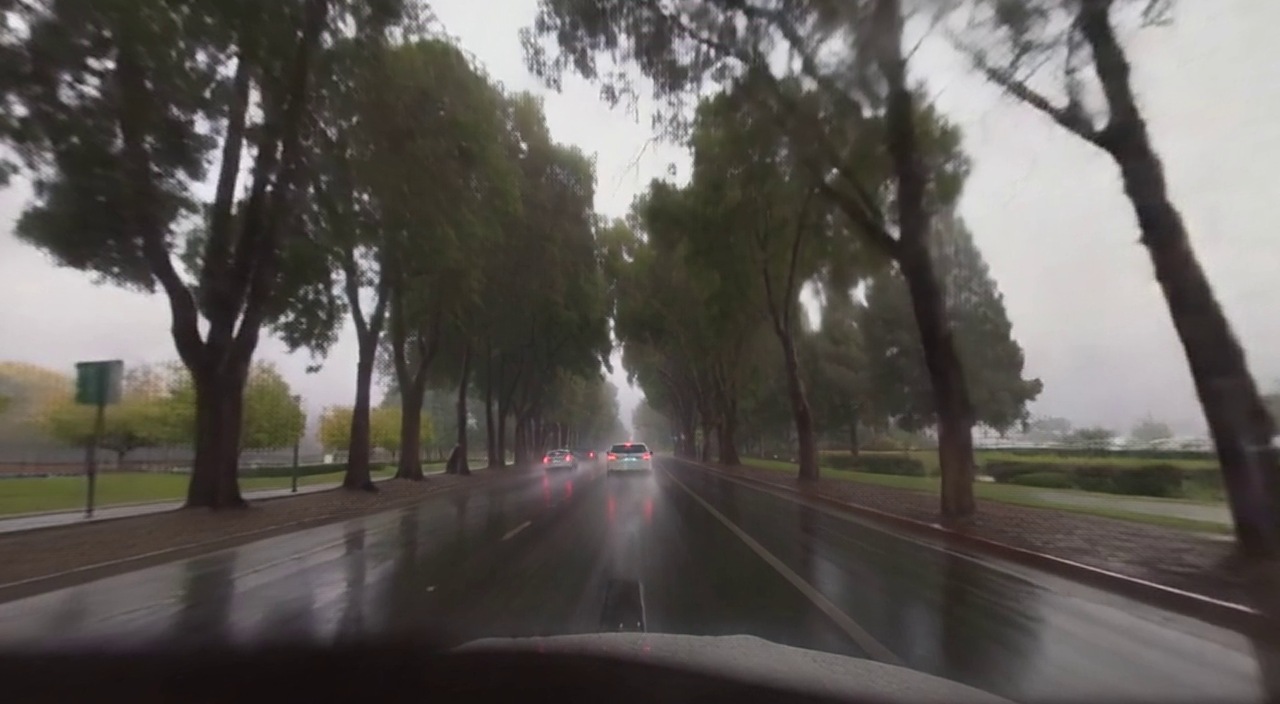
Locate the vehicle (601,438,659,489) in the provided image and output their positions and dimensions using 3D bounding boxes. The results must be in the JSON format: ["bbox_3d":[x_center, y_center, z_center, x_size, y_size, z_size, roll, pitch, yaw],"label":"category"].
[{"bbox_3d":[-0.340,4.187,24.049,2.018,1.769,3.897,0,-8,0],"label":"vehicle"}]

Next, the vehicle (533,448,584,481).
[{"bbox_3d":[-4.007,5.605,31.739,1.936,1.538,4.016,0,-8,1],"label":"vehicle"}]
